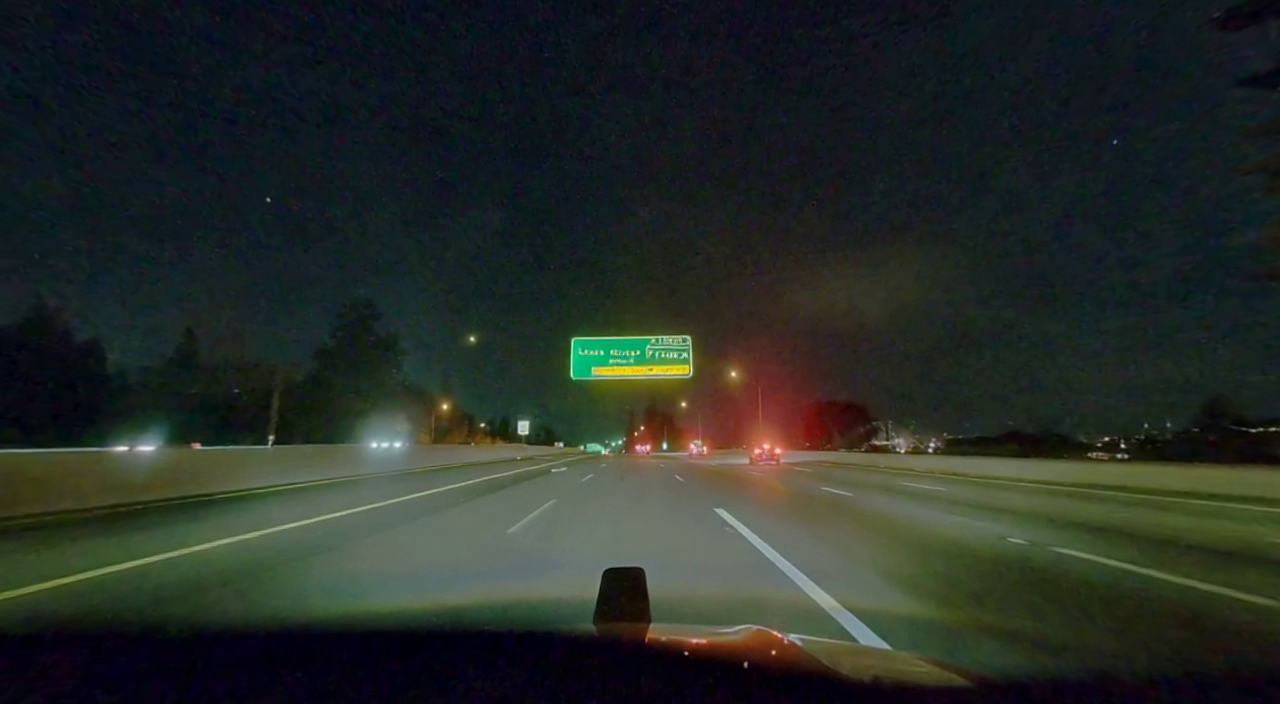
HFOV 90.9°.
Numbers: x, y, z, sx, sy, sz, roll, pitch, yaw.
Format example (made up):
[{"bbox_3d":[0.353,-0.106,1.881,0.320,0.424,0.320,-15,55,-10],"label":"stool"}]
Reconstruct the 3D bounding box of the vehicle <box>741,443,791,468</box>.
[{"bbox_3d":[7.971,6.590,40.335,2.031,1.524,4.657,0,-8,-3],"label":"vehicle"}]

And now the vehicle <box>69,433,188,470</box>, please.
[{"bbox_3d":[-25.509,4.996,31.704,2.145,1.695,4.572,0,-8,-1],"label":"vehicle"}]
